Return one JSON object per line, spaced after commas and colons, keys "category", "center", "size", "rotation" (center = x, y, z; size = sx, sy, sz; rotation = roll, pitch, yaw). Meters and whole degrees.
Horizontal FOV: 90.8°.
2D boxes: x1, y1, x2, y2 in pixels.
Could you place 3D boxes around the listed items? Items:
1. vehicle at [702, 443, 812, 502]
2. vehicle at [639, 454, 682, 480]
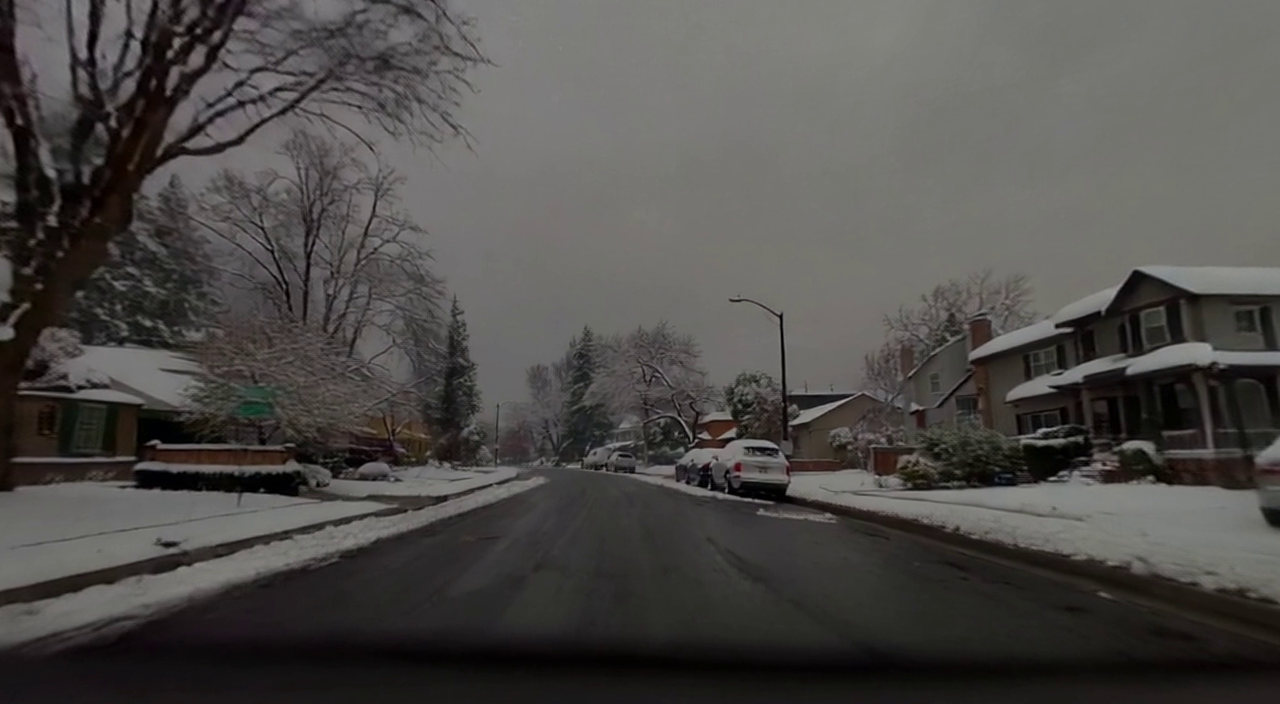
{"category": "vehicle", "center": [4.277, 4.574, 24.431], "size": [2.715, 1.900, 6.163], "rotation": [3, -9, -4]}
{"category": "vehicle", "center": [1.489, 8.808, 48.728], "size": [2.111, 1.771, 4.942], "rotation": [2, -9, -13]}
